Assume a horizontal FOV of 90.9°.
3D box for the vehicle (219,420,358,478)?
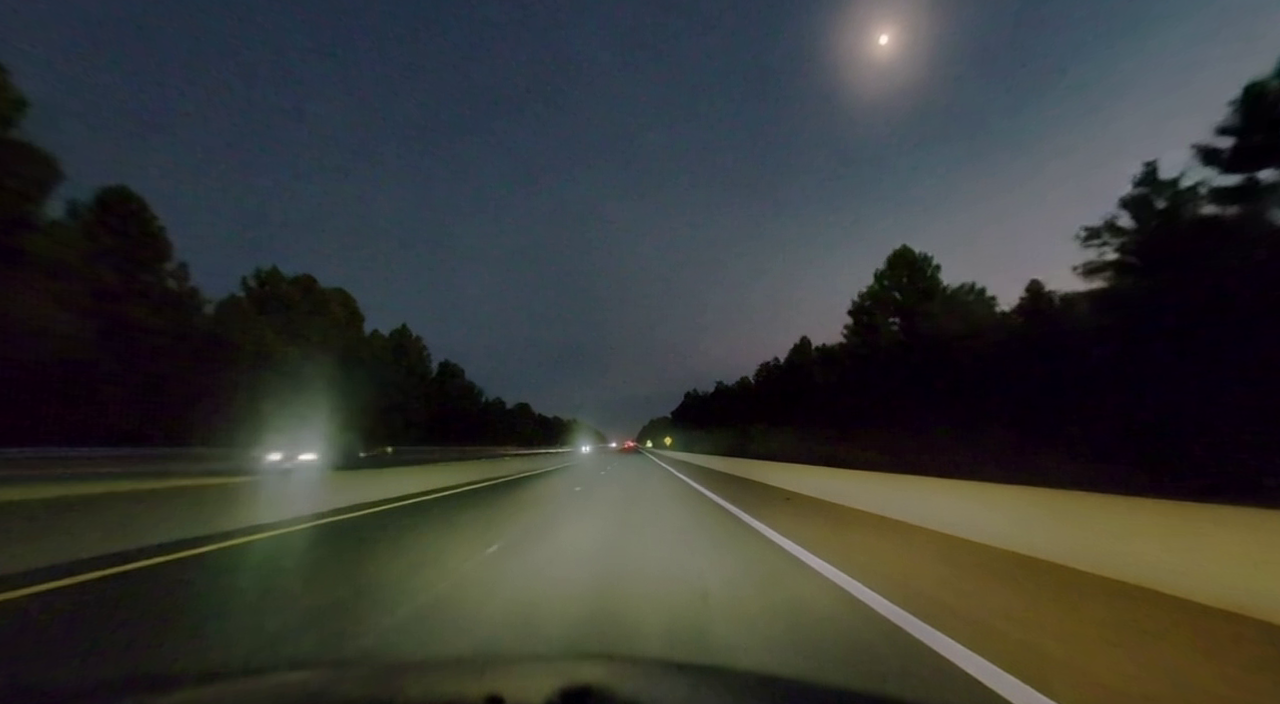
[{"bbox_3d":[-12.293,3.472,22.537,2.145,1.847,4.924,0,-9,0],"label":"vehicle"}]
